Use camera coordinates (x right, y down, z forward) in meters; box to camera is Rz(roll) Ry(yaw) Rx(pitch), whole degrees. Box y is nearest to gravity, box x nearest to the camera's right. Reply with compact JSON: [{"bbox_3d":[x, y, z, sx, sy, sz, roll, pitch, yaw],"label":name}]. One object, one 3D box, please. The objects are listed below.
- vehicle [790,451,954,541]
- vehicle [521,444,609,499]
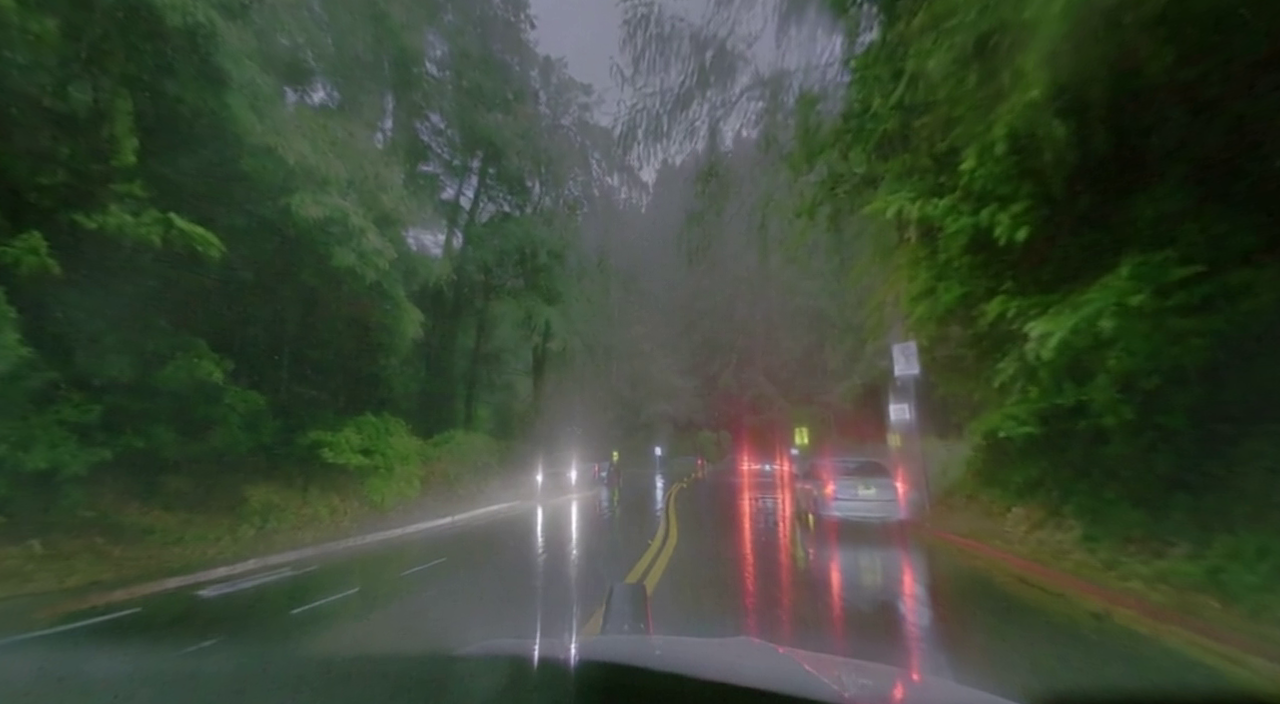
[{"bbox_3d":[4.414,2.765,12.847,2.033,1.424,4.560,-1,-8,6],"label":"vehicle"},{"bbox_3d":[-3.310,5.580,29.223,2.583,2.167,5.667,-4,-12,8],"label":"vehicle"}]
